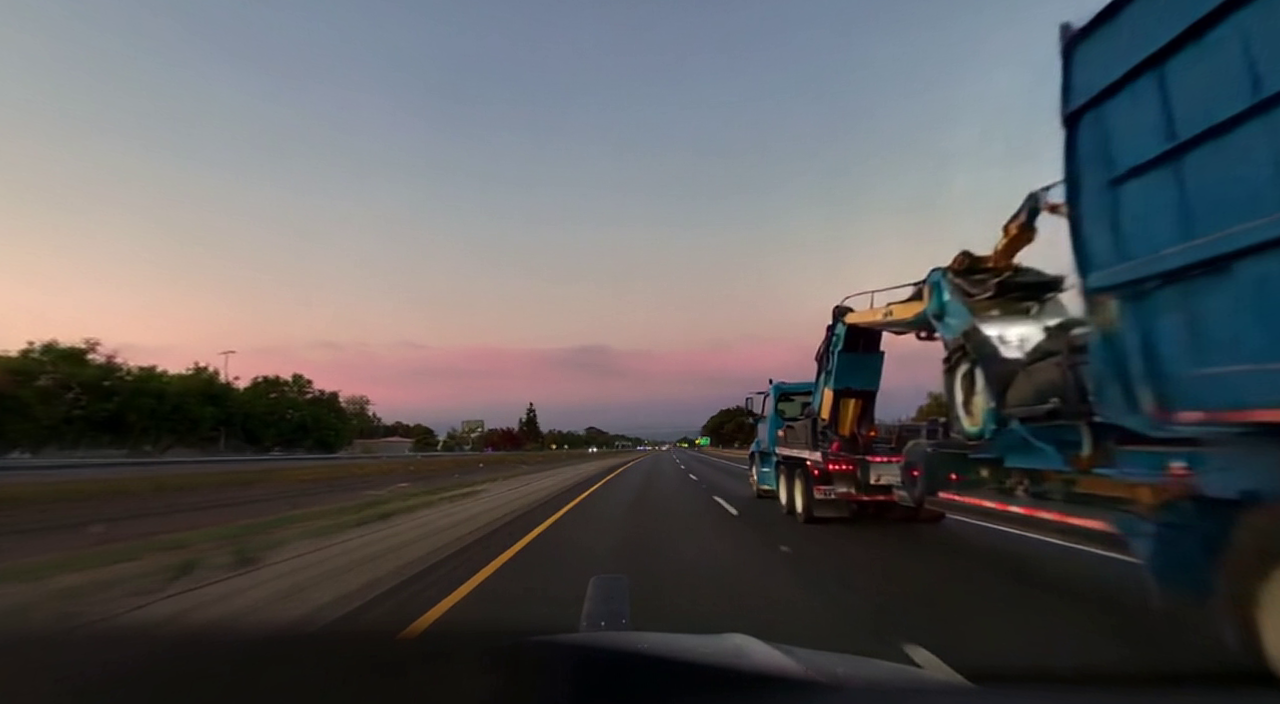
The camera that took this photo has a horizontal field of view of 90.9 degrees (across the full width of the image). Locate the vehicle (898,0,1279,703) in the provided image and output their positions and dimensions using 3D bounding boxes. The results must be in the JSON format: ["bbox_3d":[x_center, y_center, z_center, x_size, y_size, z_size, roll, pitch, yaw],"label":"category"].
[{"bbox_3d":[3.969,-0.236,2.412,2.959,3.724,7.068,0,-8,1],"label":"vehicle"}]
